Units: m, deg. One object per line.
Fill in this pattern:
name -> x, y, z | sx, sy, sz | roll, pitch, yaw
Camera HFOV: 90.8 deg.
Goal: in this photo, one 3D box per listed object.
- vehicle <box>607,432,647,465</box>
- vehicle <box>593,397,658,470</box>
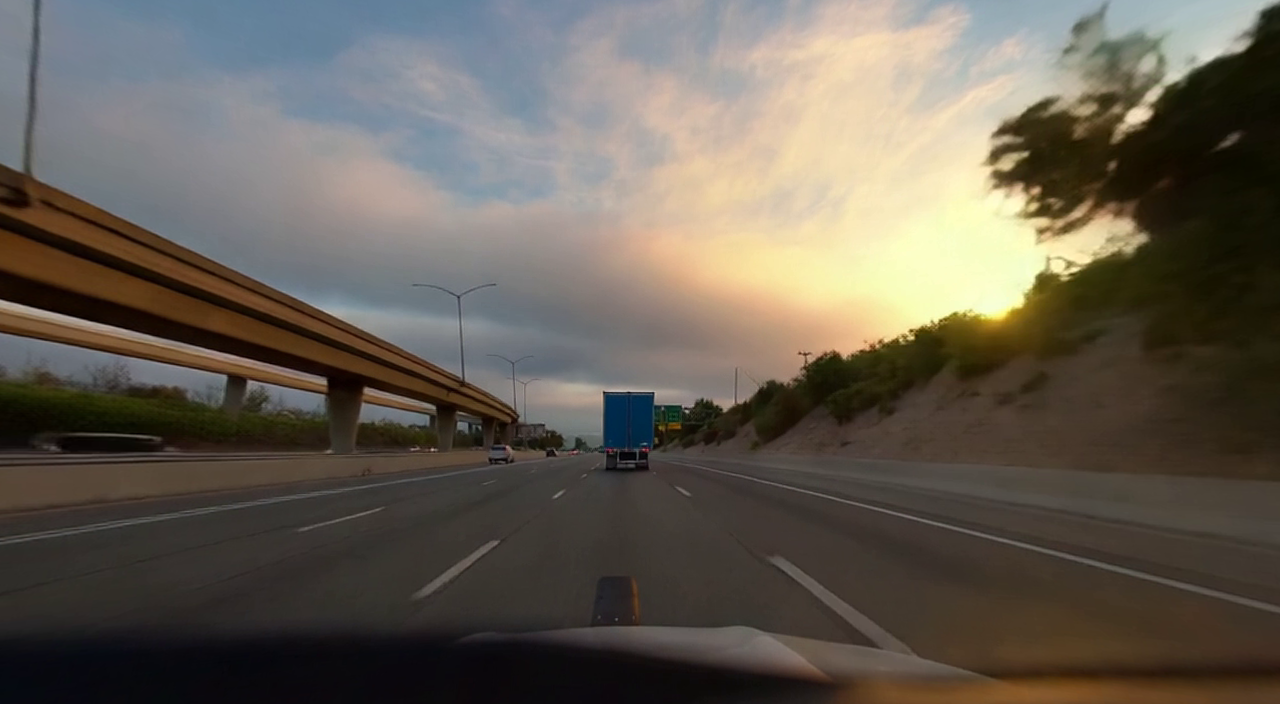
vehicle -> -0.731, 5.343, 35.007 | 2.052, 1.666, 4.358 | 1, -9, -2
vehicle -> -0.843, 5.037, 37.850 | 3.233, 3.678, 11.032 | 1, -9, -1
